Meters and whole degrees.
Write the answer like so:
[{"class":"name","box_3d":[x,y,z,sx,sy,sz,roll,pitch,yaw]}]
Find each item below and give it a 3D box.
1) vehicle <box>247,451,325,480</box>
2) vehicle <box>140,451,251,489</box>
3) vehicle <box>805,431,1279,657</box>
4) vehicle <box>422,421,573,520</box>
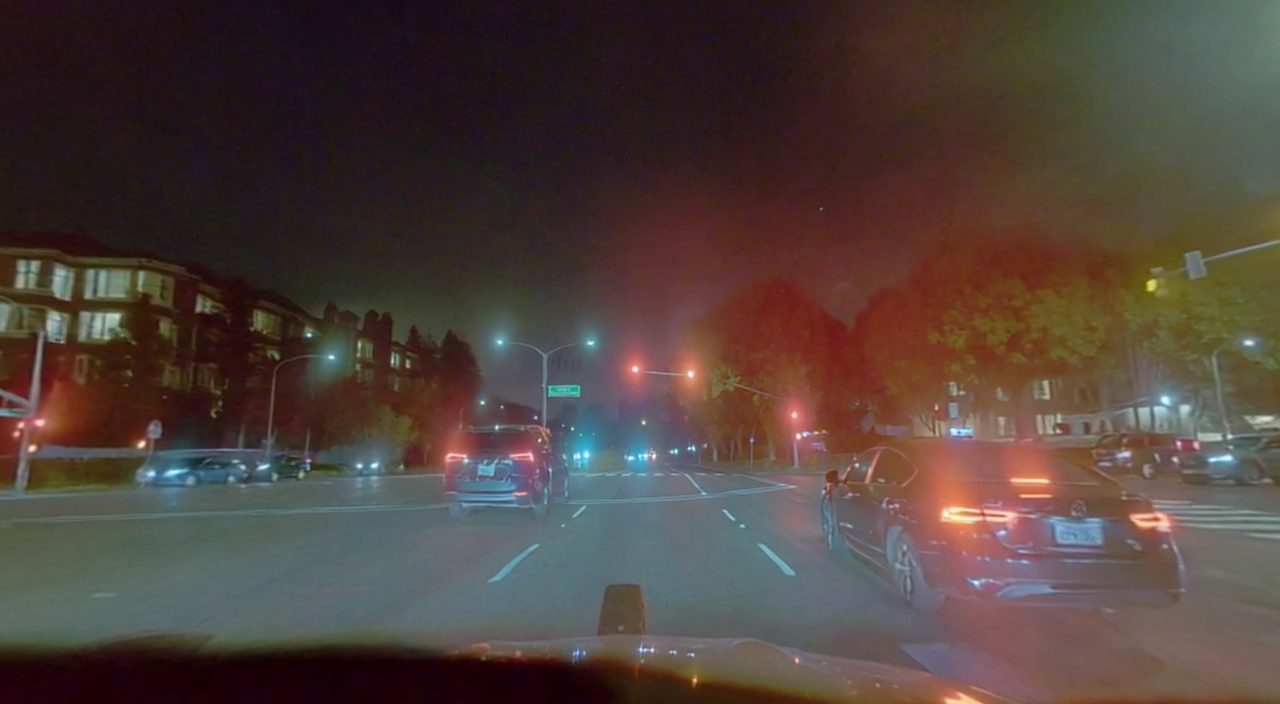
[{"class":"vehicle","box_3d":[-26.900,8.595,47.998,2.278,2.000,5.570,-1,-8,5]},{"class":"vehicle","box_3d":[-22.035,5.818,31.399,1.908,1.642,4.910,0,-8,0]},{"class":"vehicle","box_3d":[3.282,1.589,6.418,1.990,1.454,4.490,0,-8,0]},{"class":"vehicle","box_3d":[-3.061,2.672,14.792,2.231,1.898,4.985,0,-8,2]}]
